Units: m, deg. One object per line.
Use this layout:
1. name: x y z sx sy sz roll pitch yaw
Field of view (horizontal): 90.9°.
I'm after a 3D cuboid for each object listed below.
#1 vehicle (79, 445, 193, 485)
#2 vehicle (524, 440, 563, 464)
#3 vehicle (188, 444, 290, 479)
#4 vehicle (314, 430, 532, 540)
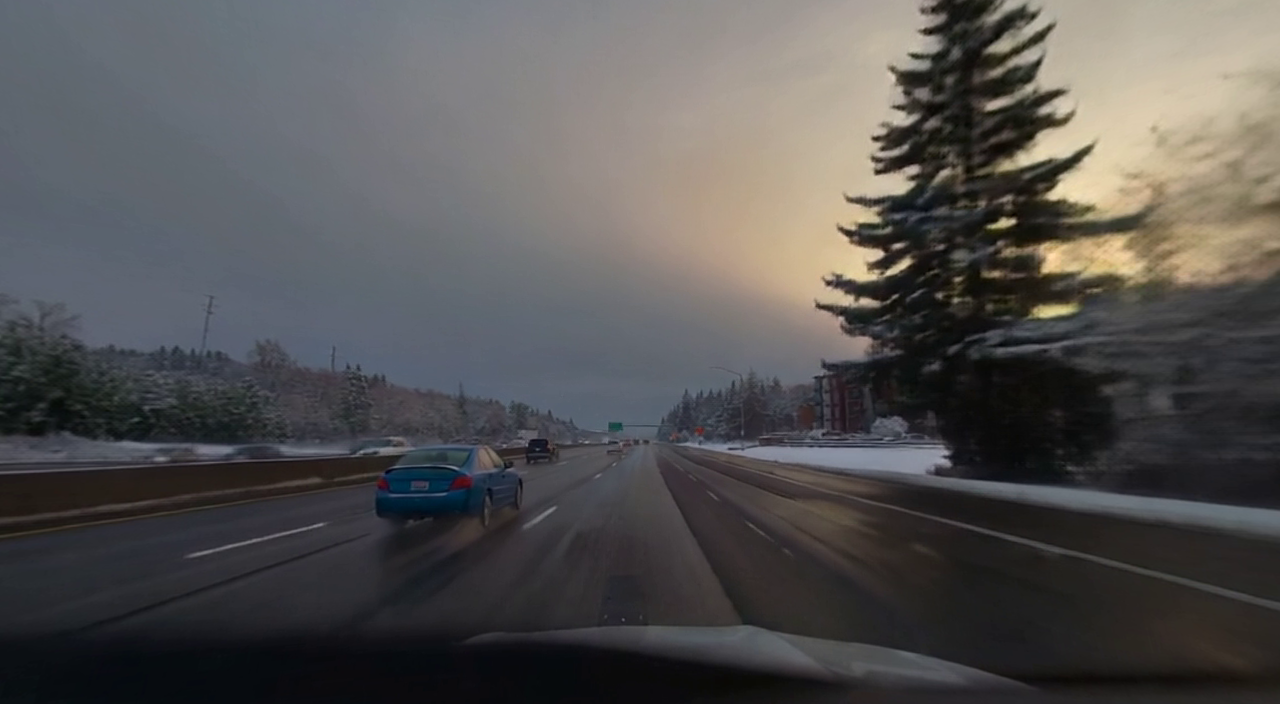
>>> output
1. vehicle: -24.718 5.526 31.188 1.890 1.792 4.469 0 -8 0
2. vehicle: -7.096 7.388 46.799 2.118 1.675 4.395 0 -8 1
3. vehicle: -21.019 5.744 33.391 2.038 1.683 4.989 0 -8 1
4. vehicle: -3.550 2.281 11.600 2.144 1.565 4.951 0 -8 1
